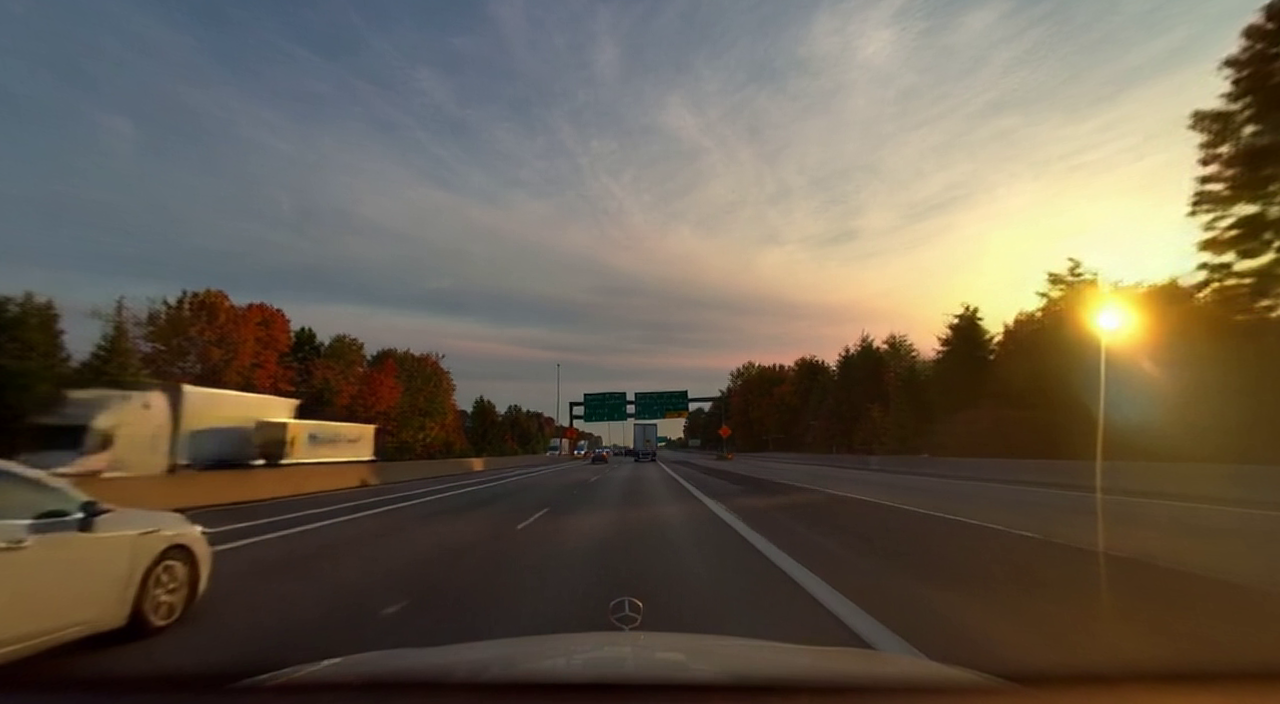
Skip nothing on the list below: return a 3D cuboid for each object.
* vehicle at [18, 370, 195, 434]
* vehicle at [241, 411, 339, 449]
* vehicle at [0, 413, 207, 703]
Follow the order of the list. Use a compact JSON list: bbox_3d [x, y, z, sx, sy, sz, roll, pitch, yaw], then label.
[{"bbox_3d":[-17.344,1.774,20.882,1.866,1.761,4.683,-2,-8,-1],"label":"vehicle"},{"bbox_3d":[-17.206,3.919,31.280,2.111,1.716,4.697,-1,-8,1],"label":"vehicle"},{"bbox_3d":[-4.171,0.965,2.537,1.945,1.488,4.043,0,-9,0],"label":"vehicle"}]
